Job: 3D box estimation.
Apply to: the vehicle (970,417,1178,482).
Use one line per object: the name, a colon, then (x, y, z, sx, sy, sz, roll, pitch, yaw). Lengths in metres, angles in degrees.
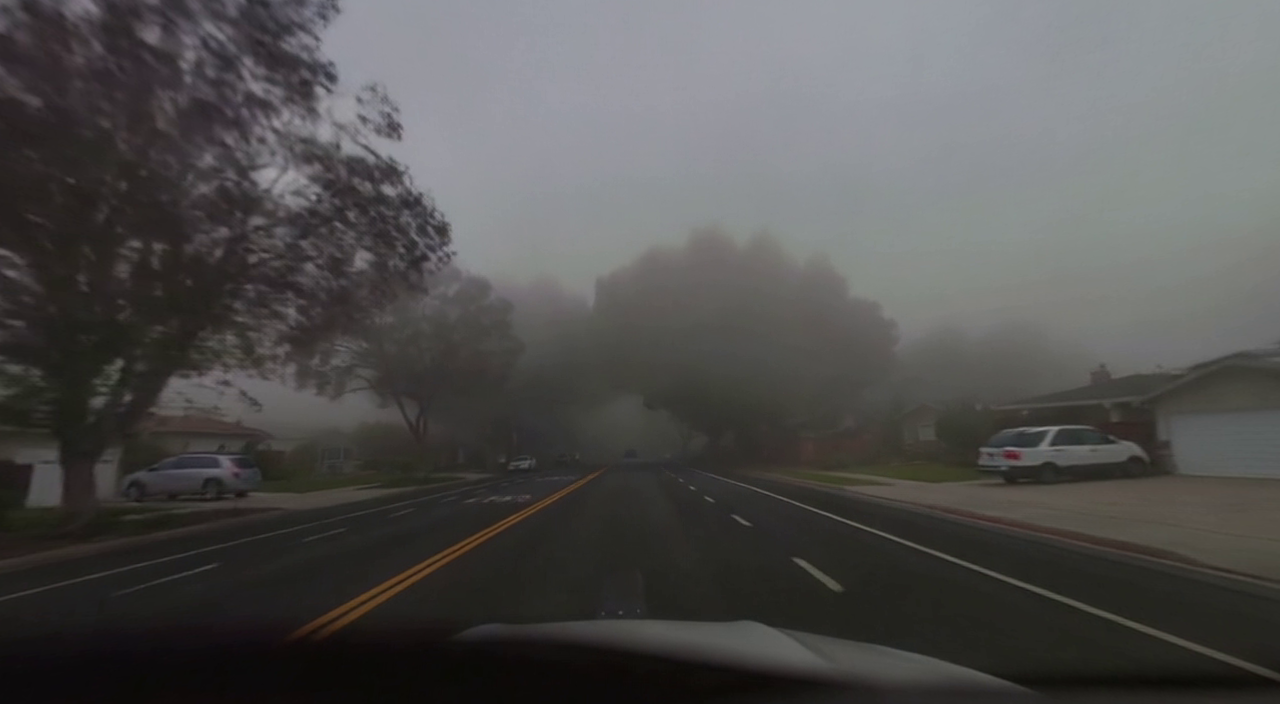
vehicle: (11.958, 2.715, 17.643, 4.392, 1.685, 1.959, 1, -9, -4)

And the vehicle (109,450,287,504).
vehicle: (-15.689, 4.430, 22.620, 4.859, 1.780, 2.031, 0, -9, 3)
